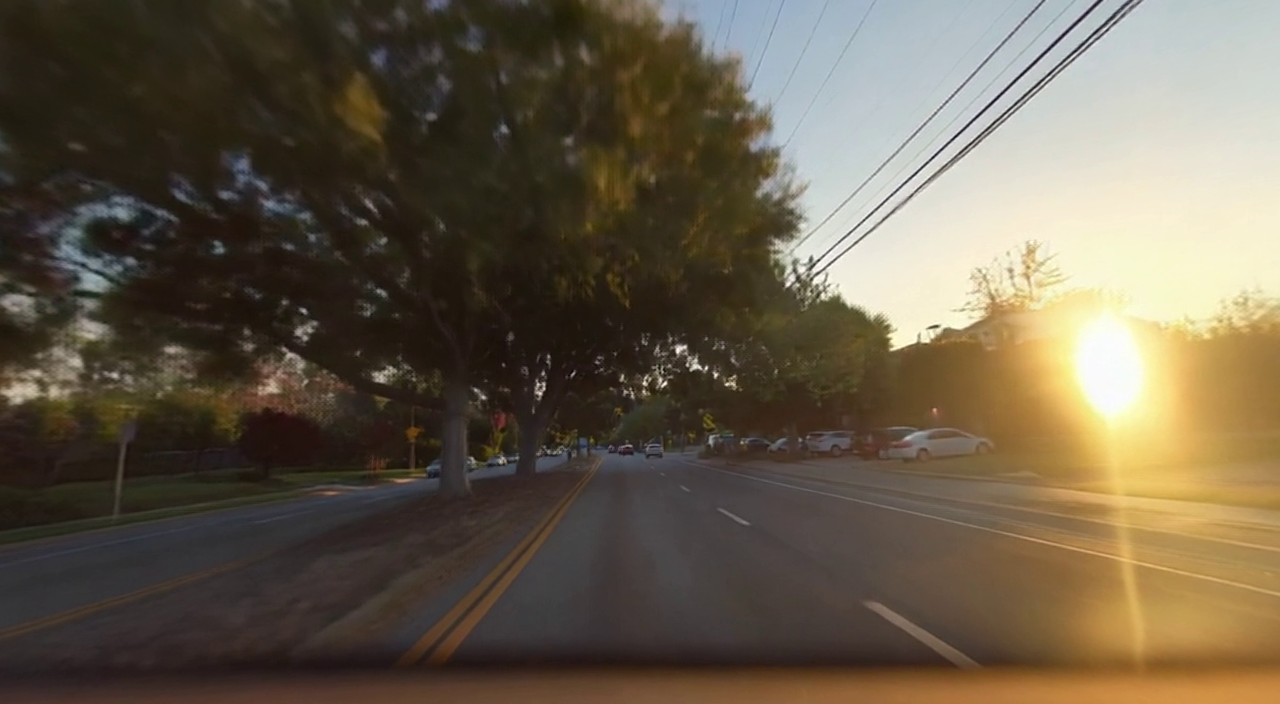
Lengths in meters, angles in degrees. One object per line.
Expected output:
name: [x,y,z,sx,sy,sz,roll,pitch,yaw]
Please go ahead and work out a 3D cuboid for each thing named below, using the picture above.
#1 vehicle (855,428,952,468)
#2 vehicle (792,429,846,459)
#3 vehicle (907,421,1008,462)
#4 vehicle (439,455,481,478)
vehicle: [10.492,3.881,25.618,1.847,1.455,4.650,-1,-8,-1]
vehicle: [11.089,5.737,39.441,2.044,1.716,4.637,-1,-8,1]
vehicle: [12.988,3.718,26.175,1.889,1.499,4.218,-1,-8,-1]
vehicle: [-12.620,8.036,44.582,1.851,1.459,4.295,-1,-8,-2]
